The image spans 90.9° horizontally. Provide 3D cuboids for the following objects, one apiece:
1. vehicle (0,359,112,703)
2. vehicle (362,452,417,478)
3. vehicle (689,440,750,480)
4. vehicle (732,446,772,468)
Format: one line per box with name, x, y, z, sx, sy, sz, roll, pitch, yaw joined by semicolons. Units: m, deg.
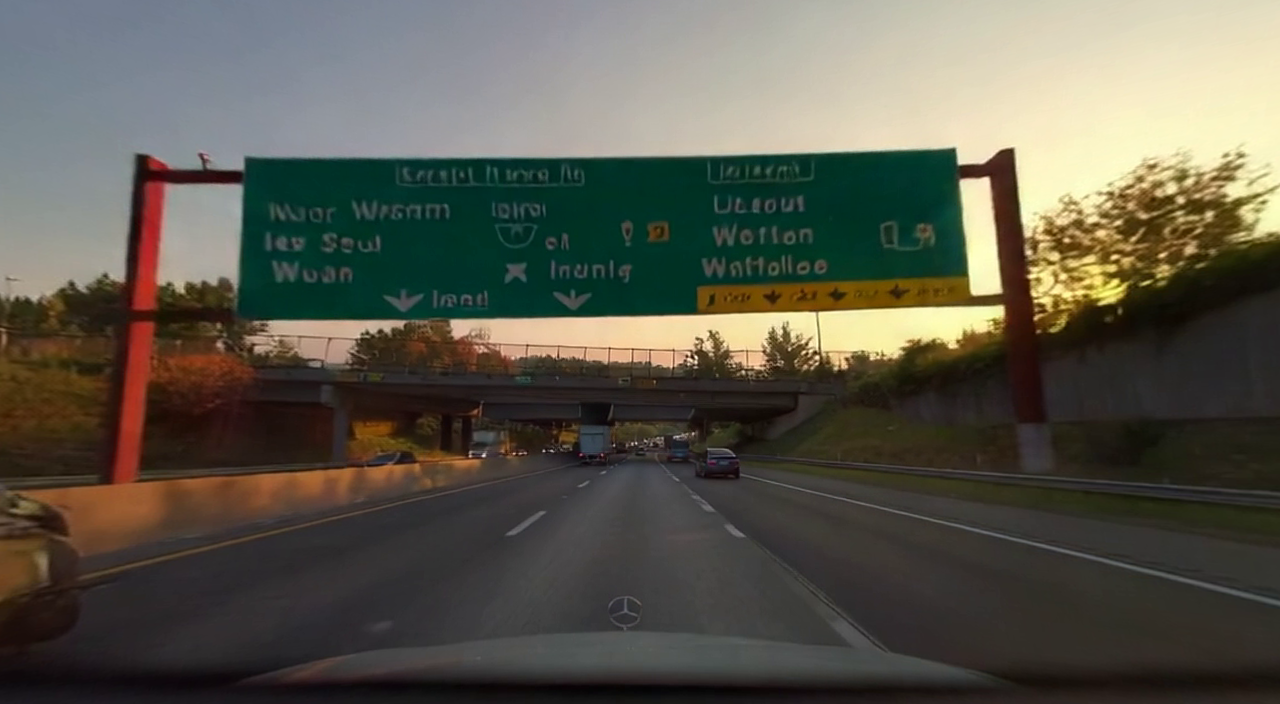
vehicle;-3.955;0.633;1.176;2.093;1.705;4.392;0;-9;0
vehicle;-15.079;6.810;38.109;1.714;1.476;3.729;0;-9;1
vehicle;3.276;4.583;26.845;1.983;1.545;4.038;0;-9;-2
vehicle;7.772;7.314;44.019;1.876;1.475;4.185;0;-9;-1
